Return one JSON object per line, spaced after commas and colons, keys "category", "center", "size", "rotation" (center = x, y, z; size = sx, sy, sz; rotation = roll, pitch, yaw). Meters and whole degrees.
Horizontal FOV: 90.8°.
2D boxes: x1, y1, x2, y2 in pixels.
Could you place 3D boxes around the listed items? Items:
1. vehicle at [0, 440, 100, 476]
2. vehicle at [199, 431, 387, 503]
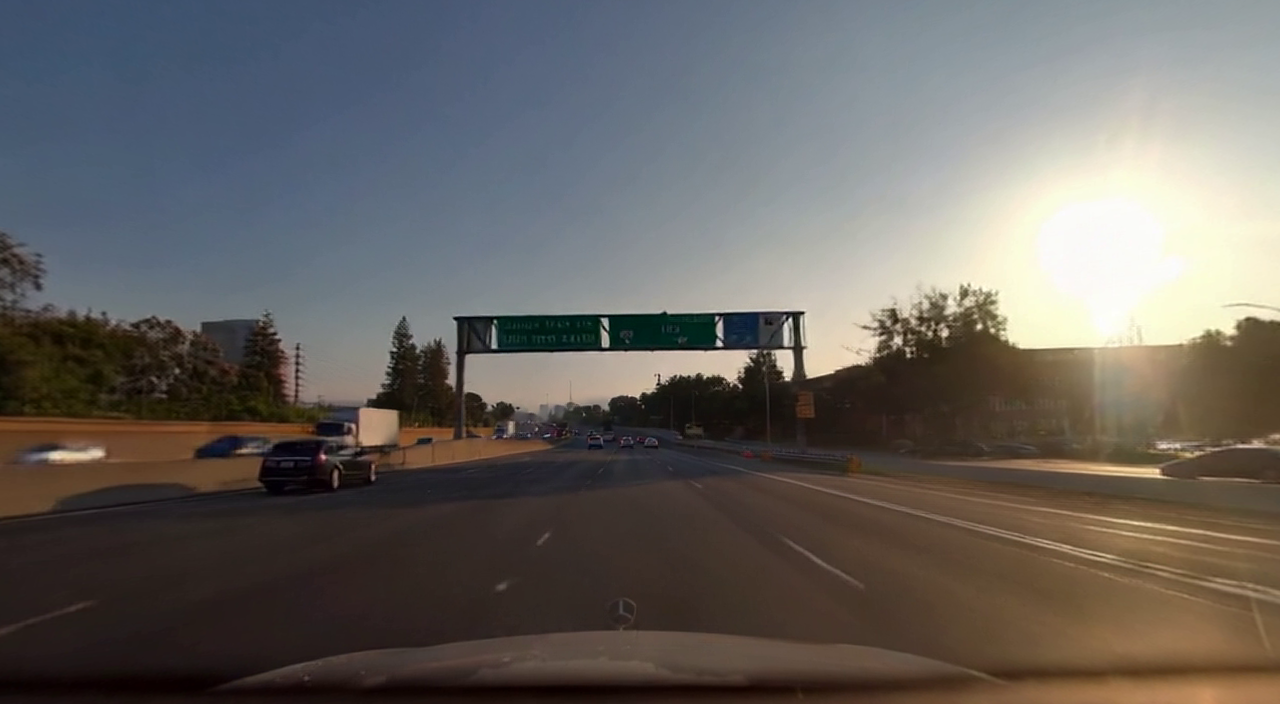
{"category": "vehicle", "center": [-29.155, 5.148, 30.840], "size": [1.848, 1.620, 4.235], "rotation": [0, -9, -1]}
{"category": "vehicle", "center": [-8.240, 2.769, 15.623], "size": [2.060, 1.507, 4.494], "rotation": [0, -9, 0]}
